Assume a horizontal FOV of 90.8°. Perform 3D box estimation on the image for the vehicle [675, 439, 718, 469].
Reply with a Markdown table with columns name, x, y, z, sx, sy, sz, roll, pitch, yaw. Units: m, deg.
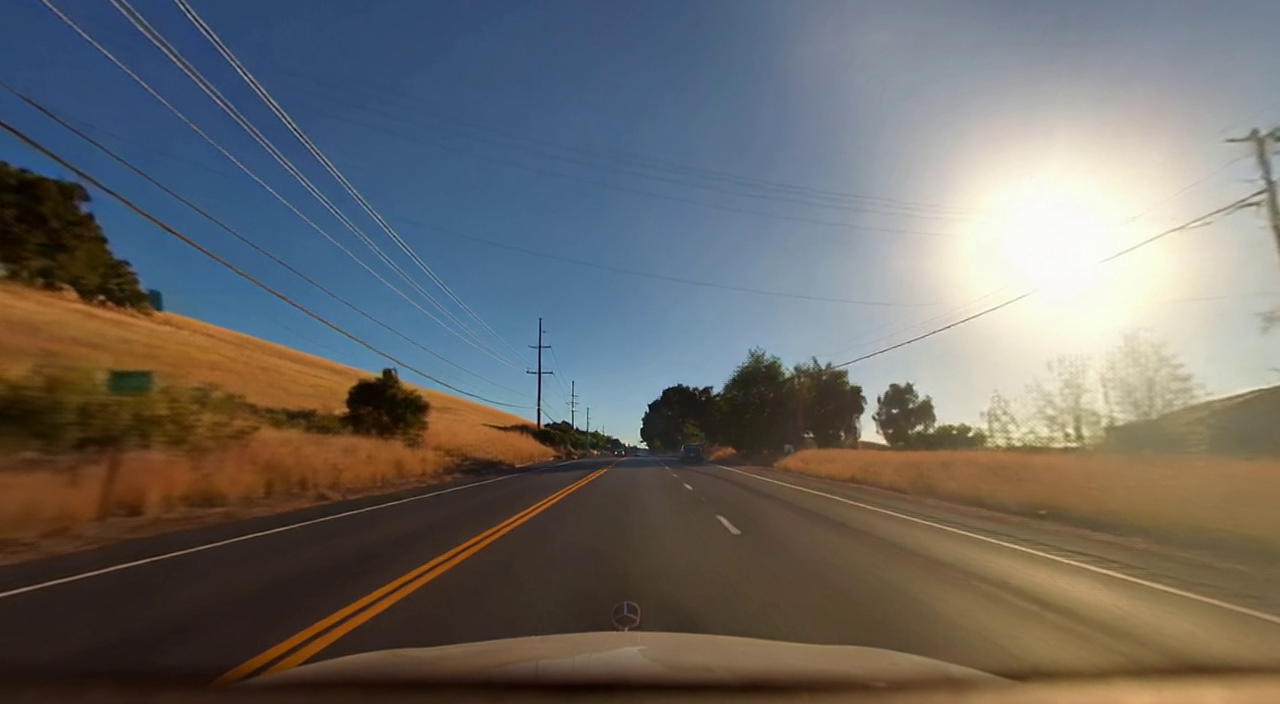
| name | x | y | z | sx | sy | sz | roll | pitch | yaw |
| --- | --- | --- | --- | --- | --- | --- | --- | --- | --- |
| vehicle | 3.383 | 6.245 | 38.794 | 2.135 | 1.692 | 4.185 | 0 | -9 | -1 |
